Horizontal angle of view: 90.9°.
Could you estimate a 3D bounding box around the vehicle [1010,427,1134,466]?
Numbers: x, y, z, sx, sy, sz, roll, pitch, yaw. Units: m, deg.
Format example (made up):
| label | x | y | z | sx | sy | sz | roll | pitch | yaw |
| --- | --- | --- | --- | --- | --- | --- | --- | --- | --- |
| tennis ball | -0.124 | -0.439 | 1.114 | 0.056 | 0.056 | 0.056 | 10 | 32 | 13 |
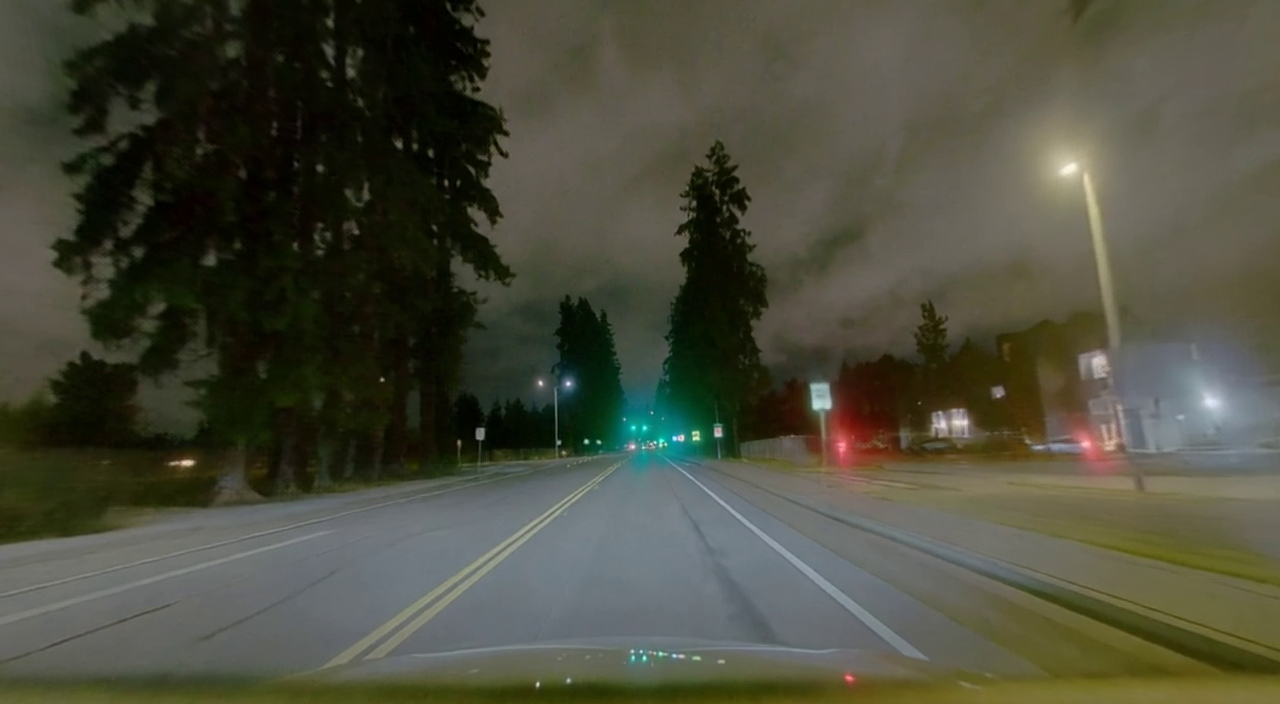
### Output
| label | x | y | z | sx | sy | sz | roll | pitch | yaw |
| --- | --- | --- | --- | --- | --- | --- | --- | --- | --- |
| vehicle | 20.216 | 4.452 | 29.658 | 4.151 | 1.730 | 2.131 | 0 | -9 | 3 |
